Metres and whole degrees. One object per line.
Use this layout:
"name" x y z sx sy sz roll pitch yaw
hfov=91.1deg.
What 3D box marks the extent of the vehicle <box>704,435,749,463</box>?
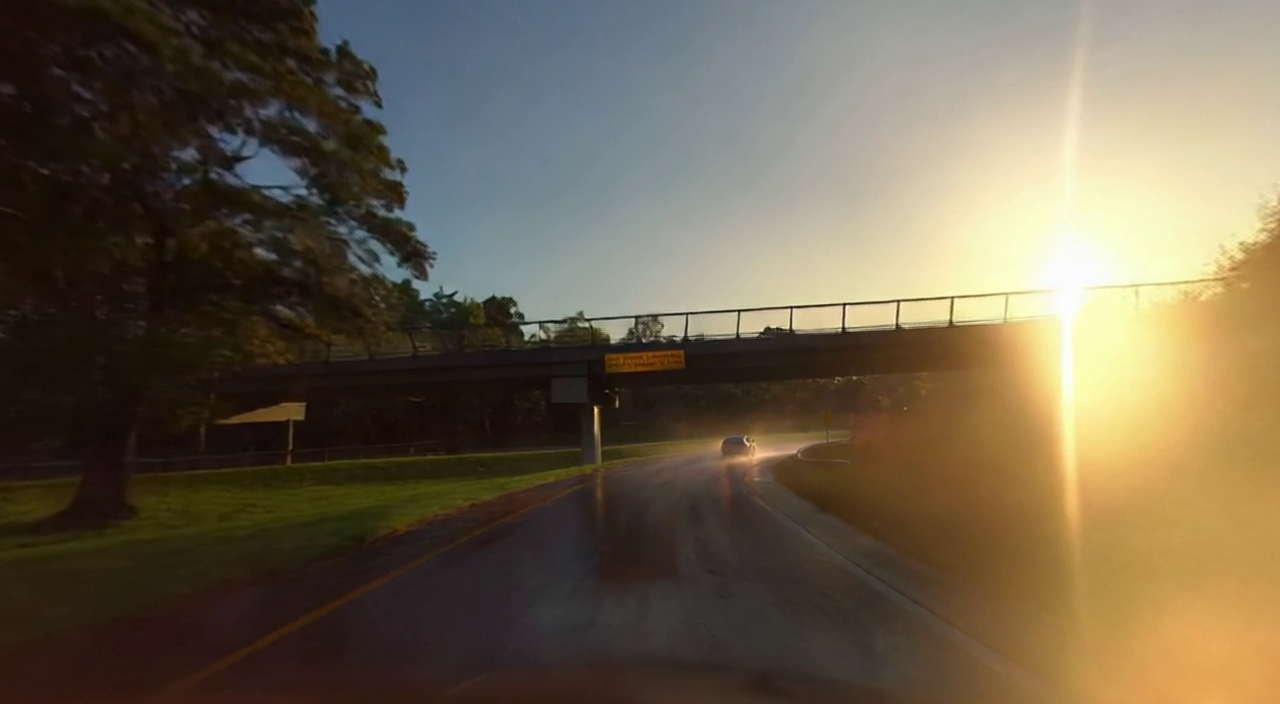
"vehicle" 4.952 5.483 35.618 1.980 1.449 3.650 -3 -9 15
